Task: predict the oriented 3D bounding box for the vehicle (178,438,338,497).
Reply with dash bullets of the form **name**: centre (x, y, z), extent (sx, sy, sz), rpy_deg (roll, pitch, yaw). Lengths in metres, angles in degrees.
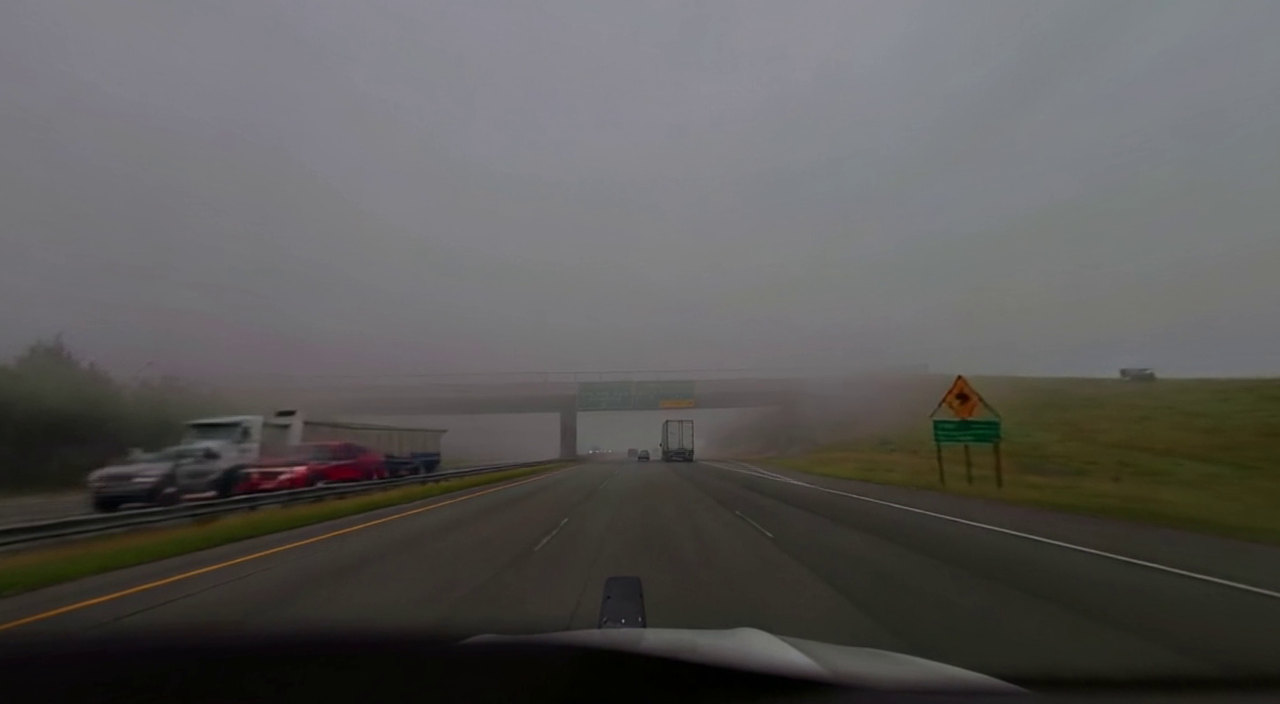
- **vehicle**: centre (-11.326, 3.448, 19.171), extent (1.990, 1.545, 4.519), rpy_deg (0, -9, 1)
